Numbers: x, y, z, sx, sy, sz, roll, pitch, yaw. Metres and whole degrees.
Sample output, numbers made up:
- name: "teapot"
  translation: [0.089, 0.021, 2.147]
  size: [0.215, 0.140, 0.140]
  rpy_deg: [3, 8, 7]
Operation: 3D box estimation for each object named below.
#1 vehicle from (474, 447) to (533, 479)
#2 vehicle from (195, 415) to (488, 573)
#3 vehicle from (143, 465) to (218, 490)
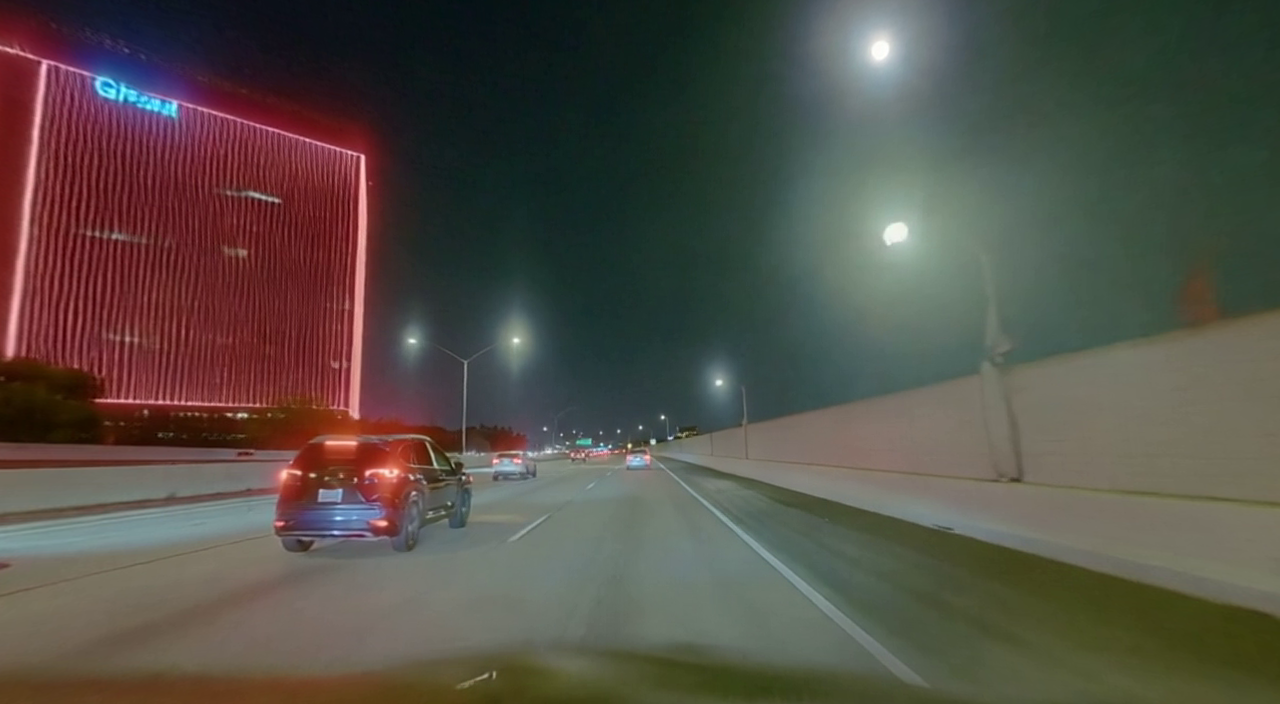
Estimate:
- name: "vehicle"
  translation: [-7.199, 5.893, 33.747]
  size: [1.998, 1.542, 4.953]
  rpy_deg: [0, -9, 1]
- name: "vehicle"
  translation: [-3.883, 1.929, 9.333]
  size: [2.059, 1.725, 4.521]
  rpy_deg: [0, -9, 1]
- name: "vehicle"
  translation: [-32.271, 8.815, 44.402]
  size: [1.820, 1.475, 4.548]
  rpy_deg: [0, -9, 0]
